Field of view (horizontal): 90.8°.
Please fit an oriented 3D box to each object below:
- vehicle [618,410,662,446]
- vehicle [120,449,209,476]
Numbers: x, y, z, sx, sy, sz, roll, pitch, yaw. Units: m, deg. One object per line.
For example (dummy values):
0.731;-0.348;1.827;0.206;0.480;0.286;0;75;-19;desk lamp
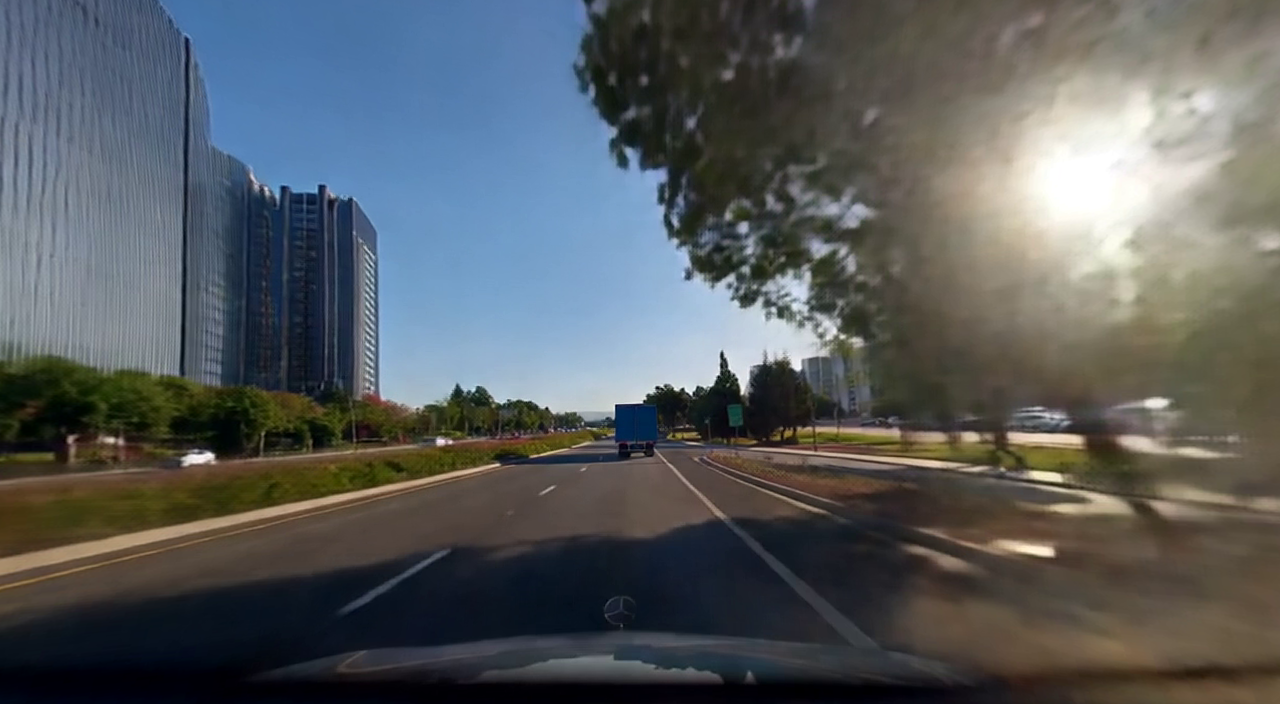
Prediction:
-0.091;4.218;34.510;2.178;1.829;4.932;0;-9;-2;vehicle
-33.132;7.668;44.239;2.086;1.735;4.876;-1;-9;6;vehicle
